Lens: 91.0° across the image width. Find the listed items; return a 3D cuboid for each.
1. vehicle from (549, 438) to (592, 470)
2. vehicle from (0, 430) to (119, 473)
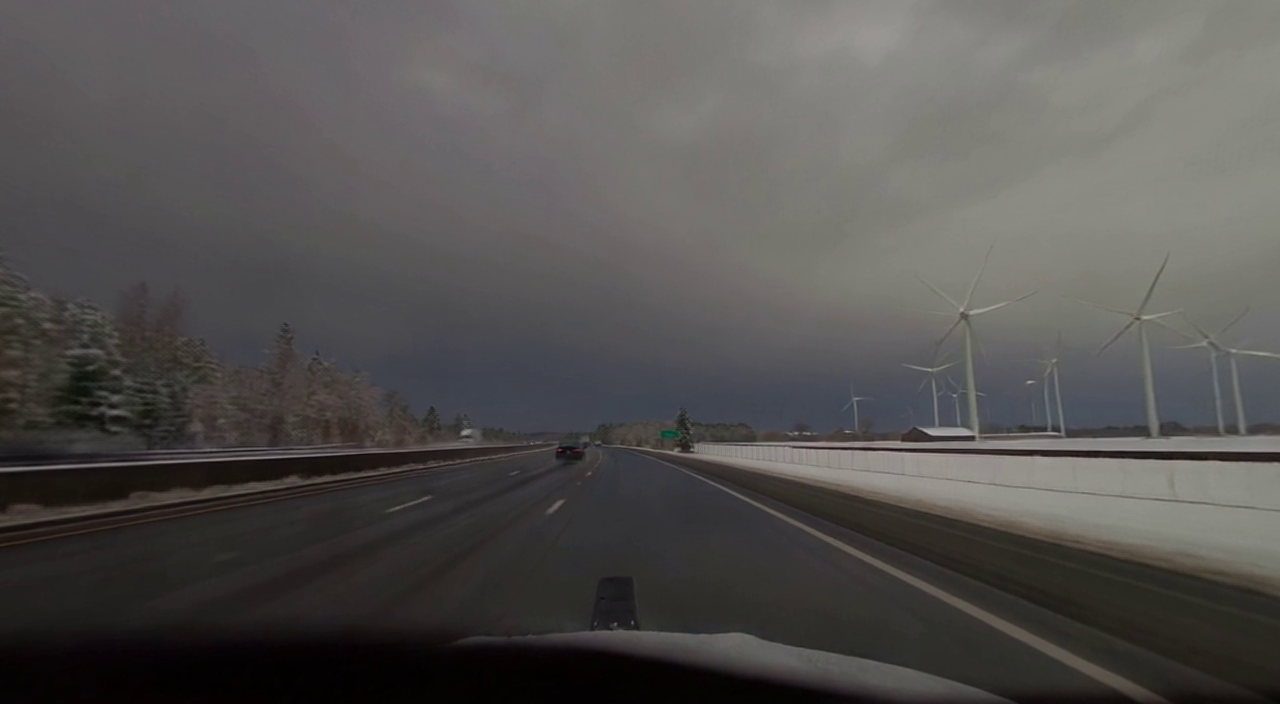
[{"bbox_3d":[-3.664,5.452,33.964,2.053,1.549,4.097,0,-8,-3],"label":"vehicle"},{"bbox_3d":[-23.198,3.849,24.585,1.941,1.483,4.526,0,-8,-2],"label":"vehicle"}]
